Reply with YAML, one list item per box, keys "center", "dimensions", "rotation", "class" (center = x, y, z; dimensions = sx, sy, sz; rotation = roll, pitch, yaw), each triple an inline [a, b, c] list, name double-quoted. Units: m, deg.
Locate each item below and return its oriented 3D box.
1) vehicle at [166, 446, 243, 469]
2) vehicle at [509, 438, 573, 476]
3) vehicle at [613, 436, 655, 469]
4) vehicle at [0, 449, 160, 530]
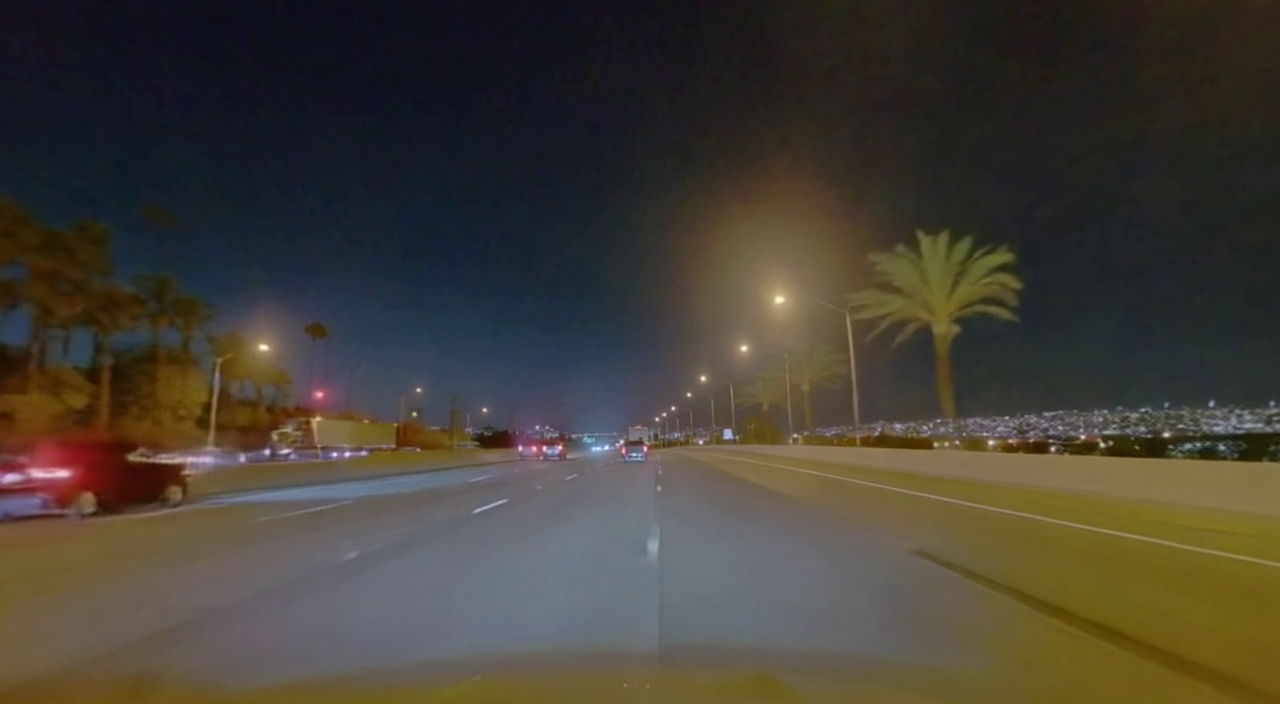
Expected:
- center: [-29.615, 7.168, 43.162]
  dimensions: [1.845, 1.452, 4.553]
  rotation: [-1, -9, 4]
  class: "vehicle"
- center: [-4.718, 5.092, 30.866]
  dimensions: [2.204, 1.677, 4.438]
  rotation: [0, -9, 3]
  class: "vehicle"
- center: [-0.262, 5.540, 34.920]
  dimensions: [2.201, 1.672, 4.128]
  rotation: [0, -9, 2]
  class: "vehicle"
- center: [-12.793, 2.740, 12.973]
  dimensions: [1.946, 1.473, 4.763]
  rotation: [0, -9, 3]
  class: "vehicle"
